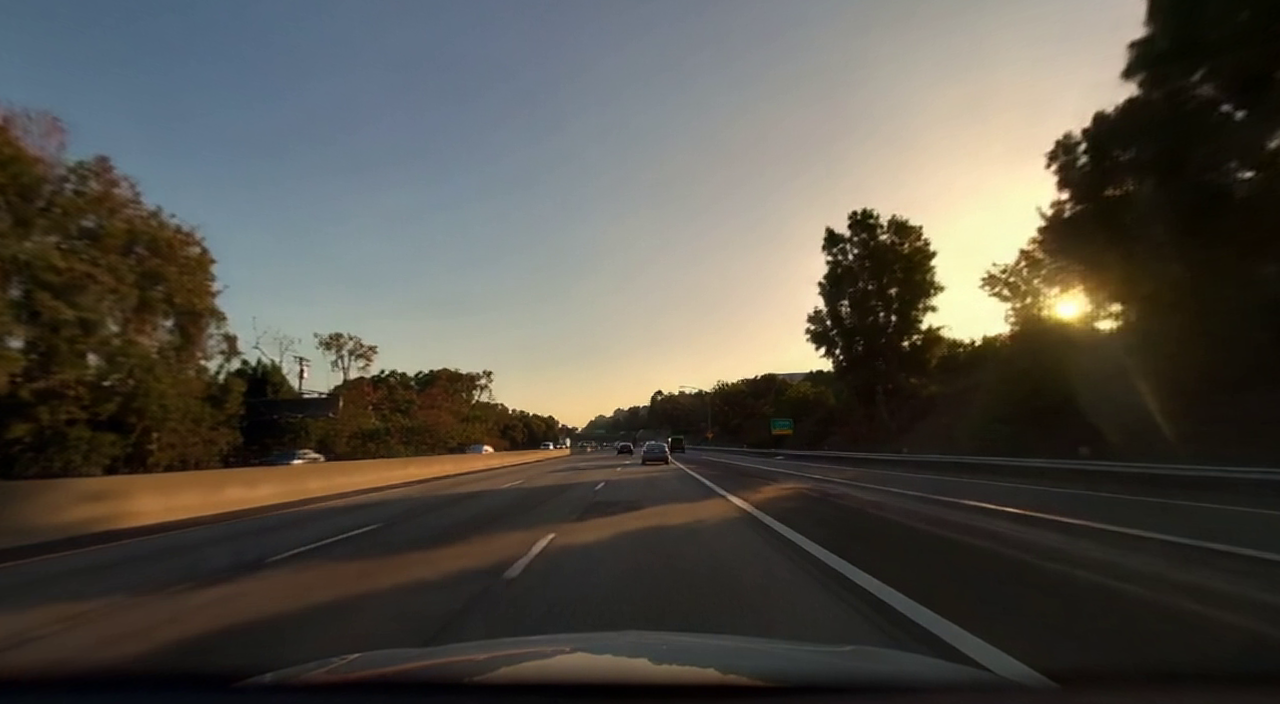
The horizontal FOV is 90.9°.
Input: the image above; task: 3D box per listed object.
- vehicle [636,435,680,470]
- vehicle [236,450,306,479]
[{"bbox_3d":[0.928,5.483,34.477,2.260,1.766,4.348,0,-8,0],"label":"vehicle"},{"bbox_3d":[-25.331,7.694,43.484,2.056,1.767,4.468,-2,-8,1],"label":"vehicle"}]
